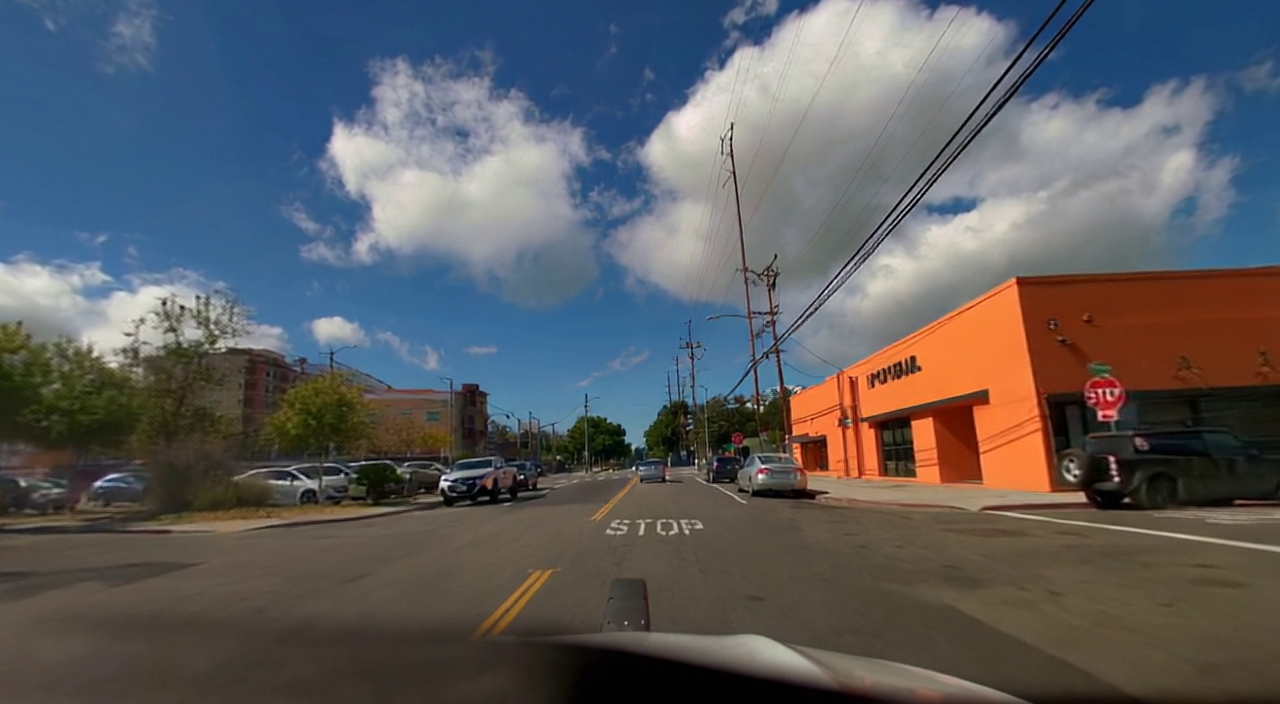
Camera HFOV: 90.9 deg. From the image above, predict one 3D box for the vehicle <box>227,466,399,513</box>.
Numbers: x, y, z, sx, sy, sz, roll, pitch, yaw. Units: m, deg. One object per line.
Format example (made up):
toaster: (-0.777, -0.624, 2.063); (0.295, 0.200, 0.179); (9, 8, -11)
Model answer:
vehicle: (-11.474, 4.840, 22.413); (4.968, 1.493, 1.961); (0, -9, -2)

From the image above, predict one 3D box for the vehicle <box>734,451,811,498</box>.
vehicle: (4.502, 4.209, 22.037); (1.840, 1.452, 4.517); (0, -9, 2)

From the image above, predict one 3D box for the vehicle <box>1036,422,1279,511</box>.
vehicle: (11.622, 2.381, 13.255); (5.255, 1.688, 1.994); (1, -9, -3)

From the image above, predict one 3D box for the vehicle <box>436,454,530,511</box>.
vehicle: (-5.529, 4.624, 22.956); (2.146, 1.775, 5.117); (0, -9, -1)

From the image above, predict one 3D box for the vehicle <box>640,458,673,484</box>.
vehicle: (1.070, 7.623, 40.558); (2.033, 1.464, 4.645); (0, -9, 2)

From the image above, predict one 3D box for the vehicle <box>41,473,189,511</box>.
vehicle: (-22.883, 6.099, 27.610); (4.660, 1.488, 1.930); (0, -9, -2)
